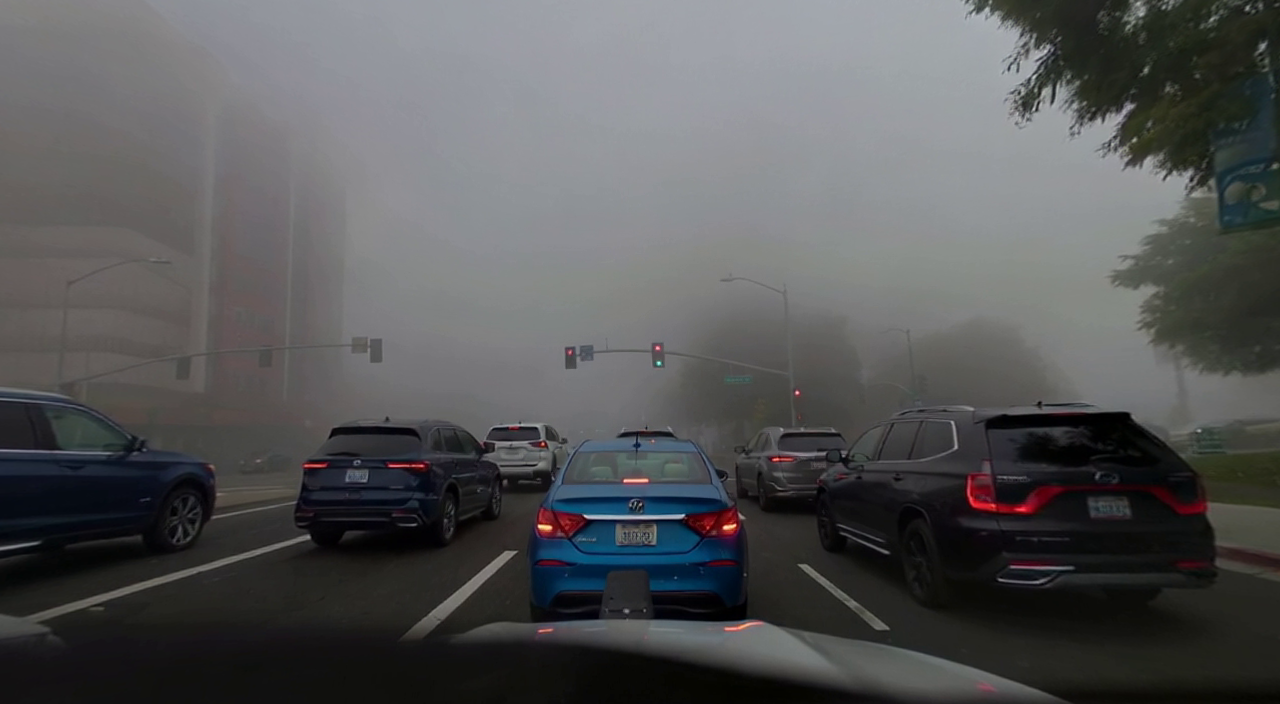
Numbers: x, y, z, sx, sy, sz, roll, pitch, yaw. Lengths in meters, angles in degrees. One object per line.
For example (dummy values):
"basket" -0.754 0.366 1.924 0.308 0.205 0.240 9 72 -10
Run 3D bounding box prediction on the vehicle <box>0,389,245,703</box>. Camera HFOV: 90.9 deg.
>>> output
"vehicle" -3.398 0.747 1.240 2.144 1.505 4.635 -1 -9 1

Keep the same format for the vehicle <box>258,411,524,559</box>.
"vehicle" -3.366 1.914 9.788 2.168 1.719 4.561 -1 -9 1

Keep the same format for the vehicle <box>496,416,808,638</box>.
"vehicle" 0.081 1.506 6.391 2.147 1.507 3.953 0 -8 0

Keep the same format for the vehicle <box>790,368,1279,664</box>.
"vehicle" 3.073 1.311 6.075 2.108 1.785 4.334 0 -9 -1
